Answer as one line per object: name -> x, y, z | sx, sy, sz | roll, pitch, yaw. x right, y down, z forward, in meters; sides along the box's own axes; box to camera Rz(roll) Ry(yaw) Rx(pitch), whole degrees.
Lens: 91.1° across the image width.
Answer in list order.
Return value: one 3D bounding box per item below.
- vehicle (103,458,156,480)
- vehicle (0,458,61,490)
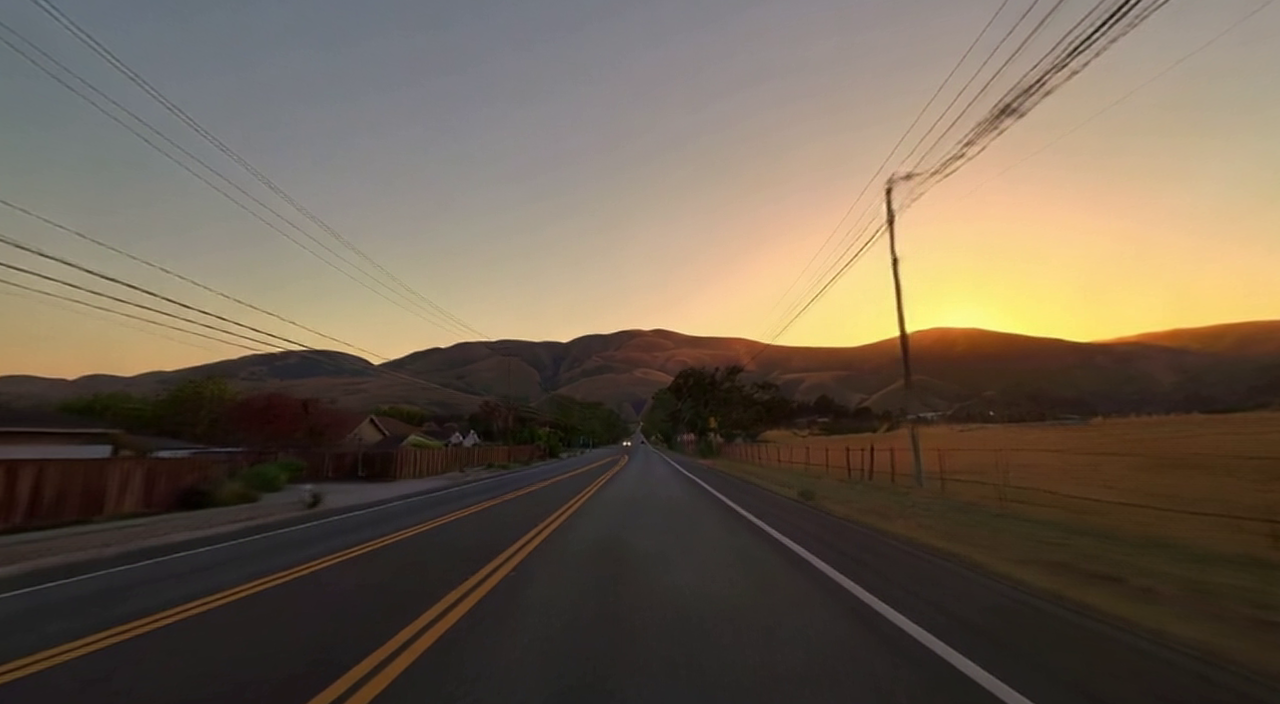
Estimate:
vehicle -> -40.553, 9.278, 49.962 | 1.674, 1.438, 3.745 | -2, -8, -11
vehicle -> -41.575, 7.988, 41.176 | 4.954, 1.917, 2.300 | 0, -8, 3
